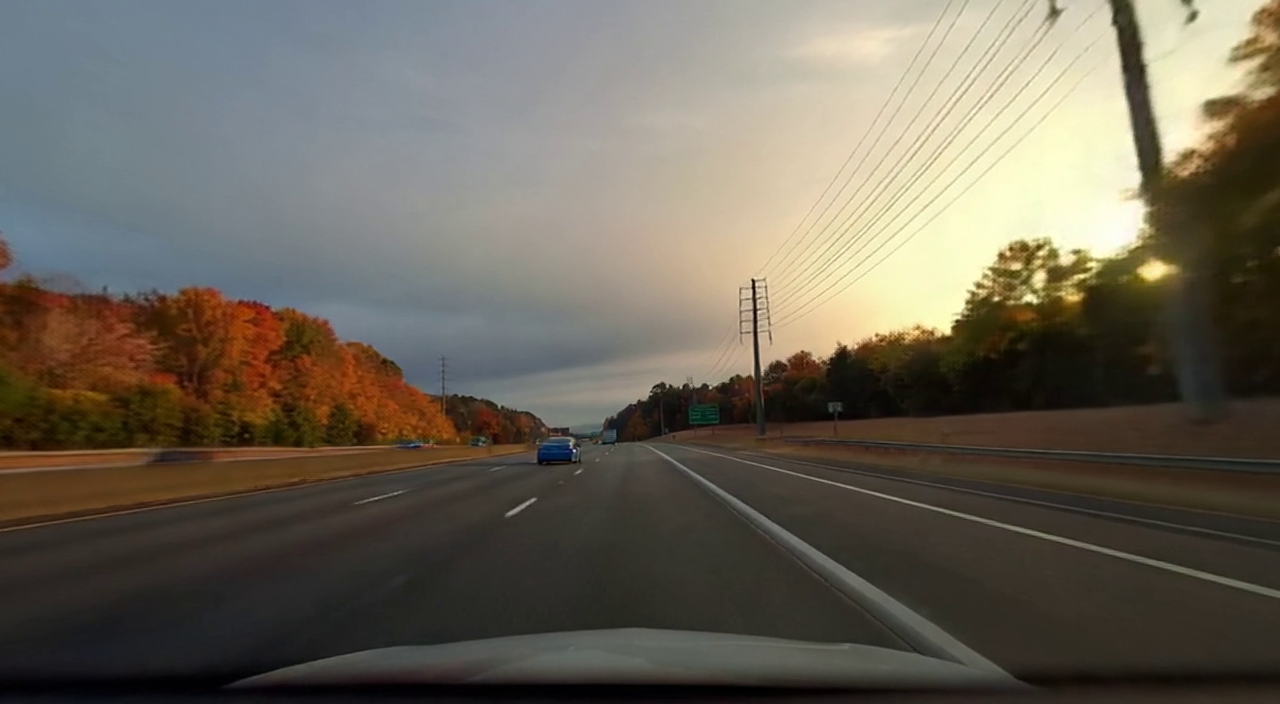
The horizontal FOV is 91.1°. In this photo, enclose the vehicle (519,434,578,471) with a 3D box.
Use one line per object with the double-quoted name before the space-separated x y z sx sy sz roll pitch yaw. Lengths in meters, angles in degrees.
"vehicle" -3.940 4.375 27.758 2.025 1.475 4.379 0 -8 -1
